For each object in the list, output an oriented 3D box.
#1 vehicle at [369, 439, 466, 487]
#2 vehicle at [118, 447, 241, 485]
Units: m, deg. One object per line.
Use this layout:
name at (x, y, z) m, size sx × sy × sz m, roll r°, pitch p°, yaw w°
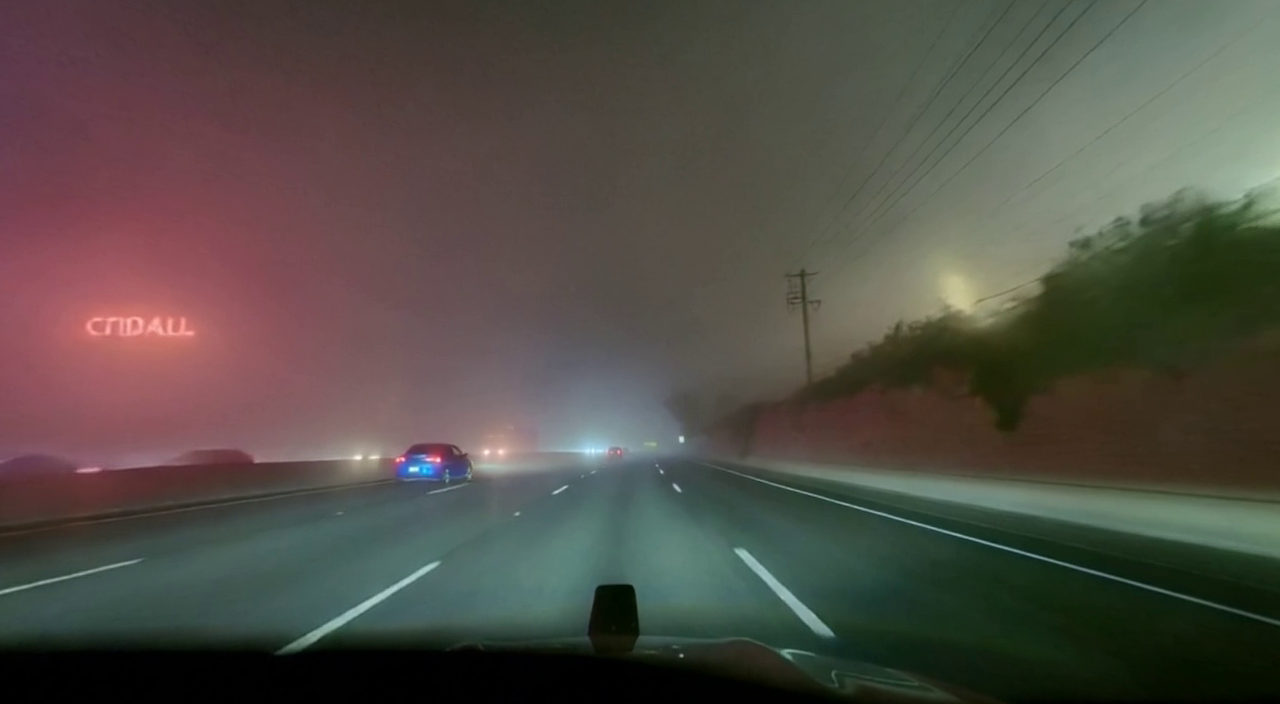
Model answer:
vehicle at (-7.829, 3.921, 22.644) m, size 2.013 × 1.574 × 3.923 m, roll 0°, pitch -8°, yaw 0°
vehicle at (-18.613, 4.591, 25.822) m, size 1.809 × 1.391 × 4.272 m, roll 0°, pitch -8°, yaw 0°
